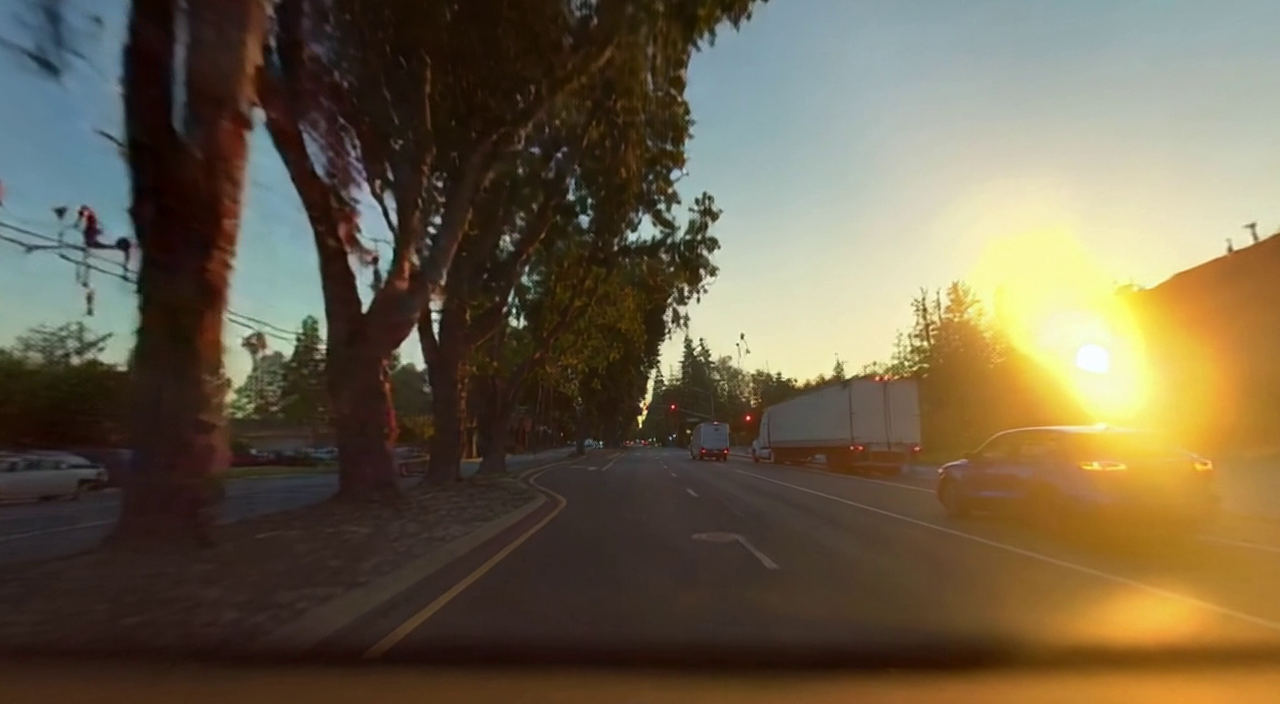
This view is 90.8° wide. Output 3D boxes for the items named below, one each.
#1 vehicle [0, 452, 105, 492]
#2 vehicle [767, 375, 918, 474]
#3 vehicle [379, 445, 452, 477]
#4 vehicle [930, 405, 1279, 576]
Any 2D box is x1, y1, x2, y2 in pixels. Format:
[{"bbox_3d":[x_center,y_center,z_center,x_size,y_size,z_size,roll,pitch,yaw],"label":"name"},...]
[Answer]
[{"bbox_3d":[-24.751,4.819,25.479,4.499,1.507,1.978,0,-8,0],"label":"vehicle"},{"bbox_3d":[10.310,4.287,35.420,2.975,4.201,17.050,0,-8,0],"label":"vehicle"},{"bbox_3d":[-11.247,5.487,32.057,1.954,1.496,4.590,0,-8,1],"label":"vehicle"},{"bbox_3d":[6.227,1.773,8.912,2.012,1.754,4.635,0,-8,-1],"label":"vehicle"}]
